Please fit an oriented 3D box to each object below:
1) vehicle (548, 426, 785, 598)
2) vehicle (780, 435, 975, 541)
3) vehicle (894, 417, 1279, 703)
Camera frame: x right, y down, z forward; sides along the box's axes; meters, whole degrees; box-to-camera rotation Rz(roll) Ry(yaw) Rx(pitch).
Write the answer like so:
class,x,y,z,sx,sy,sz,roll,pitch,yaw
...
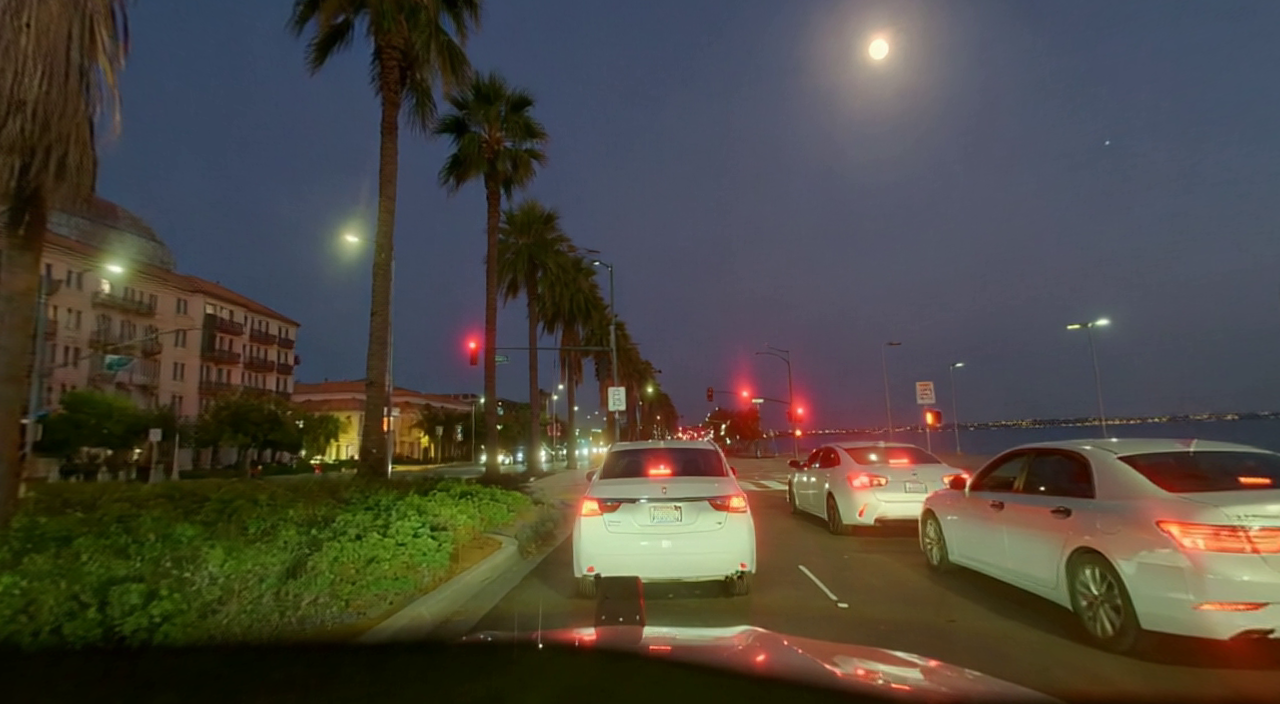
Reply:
class,x,y,z,sx,sy,sz,roll,pitch,yaw
vehicle,0.262,1.705,7.499,2.093,1.503,3.681,0,-9,1
vehicle,3.888,2.290,11.302,1.920,1.490,4.417,-1,-9,2
vehicle,3.915,1.364,5.089,1.913,1.469,4.425,0,-9,0
